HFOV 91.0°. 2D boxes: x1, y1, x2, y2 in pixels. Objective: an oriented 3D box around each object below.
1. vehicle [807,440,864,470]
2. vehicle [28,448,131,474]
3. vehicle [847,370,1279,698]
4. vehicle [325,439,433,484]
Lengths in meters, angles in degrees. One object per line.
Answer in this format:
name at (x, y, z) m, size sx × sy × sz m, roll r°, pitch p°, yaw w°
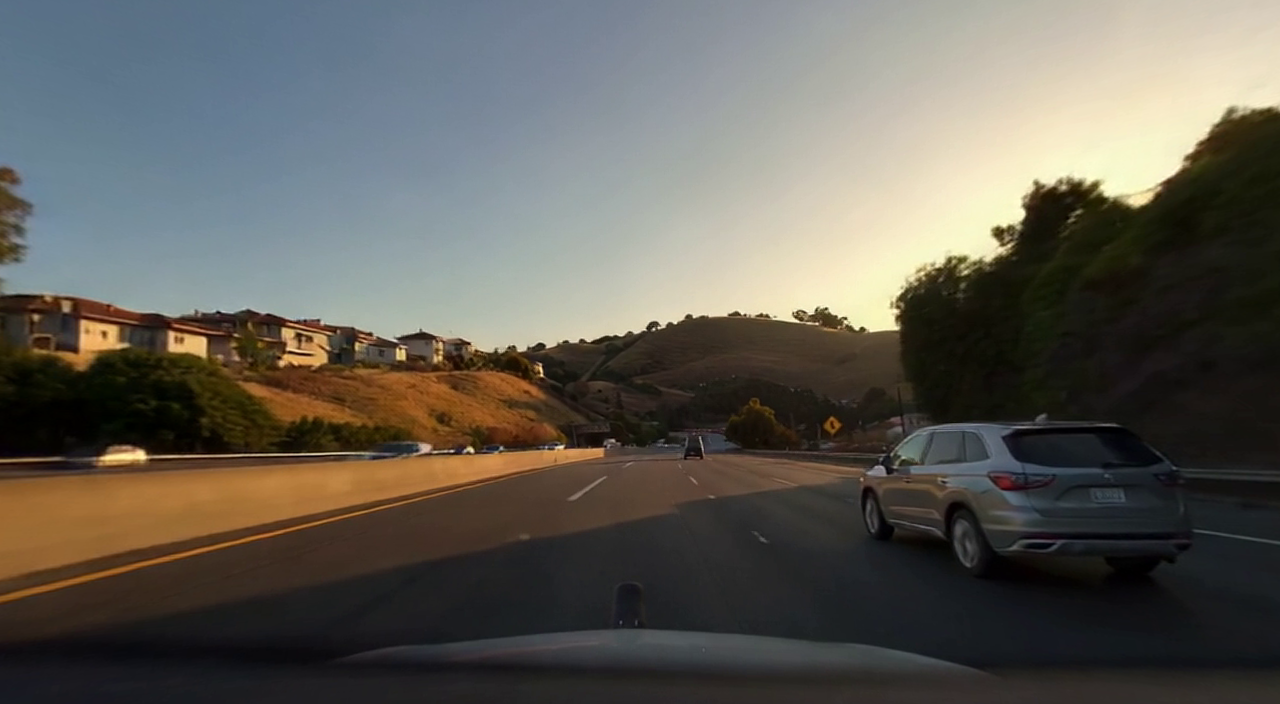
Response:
vehicle at (11.945, 6.325, 38.743) m, size 2.043 × 1.714 × 4.453 m, roll 0°, pitch -9°, yaw 0°
vehicle at (-35.307, 6.870, 39.821) m, size 1.809 × 1.505 × 4.810 m, roll -1°, pitch -9°, yaw 5°
vehicle at (3.897, 1.323, 5.793) m, size 2.318 × 1.766 × 4.587 m, roll 0°, pitch -9°, yaw -1°
vehicle at (-12.467, 5.256, 30.671) m, size 2.517 × 1.982 × 5.896 m, roll 0°, pitch -9°, yaw 2°
